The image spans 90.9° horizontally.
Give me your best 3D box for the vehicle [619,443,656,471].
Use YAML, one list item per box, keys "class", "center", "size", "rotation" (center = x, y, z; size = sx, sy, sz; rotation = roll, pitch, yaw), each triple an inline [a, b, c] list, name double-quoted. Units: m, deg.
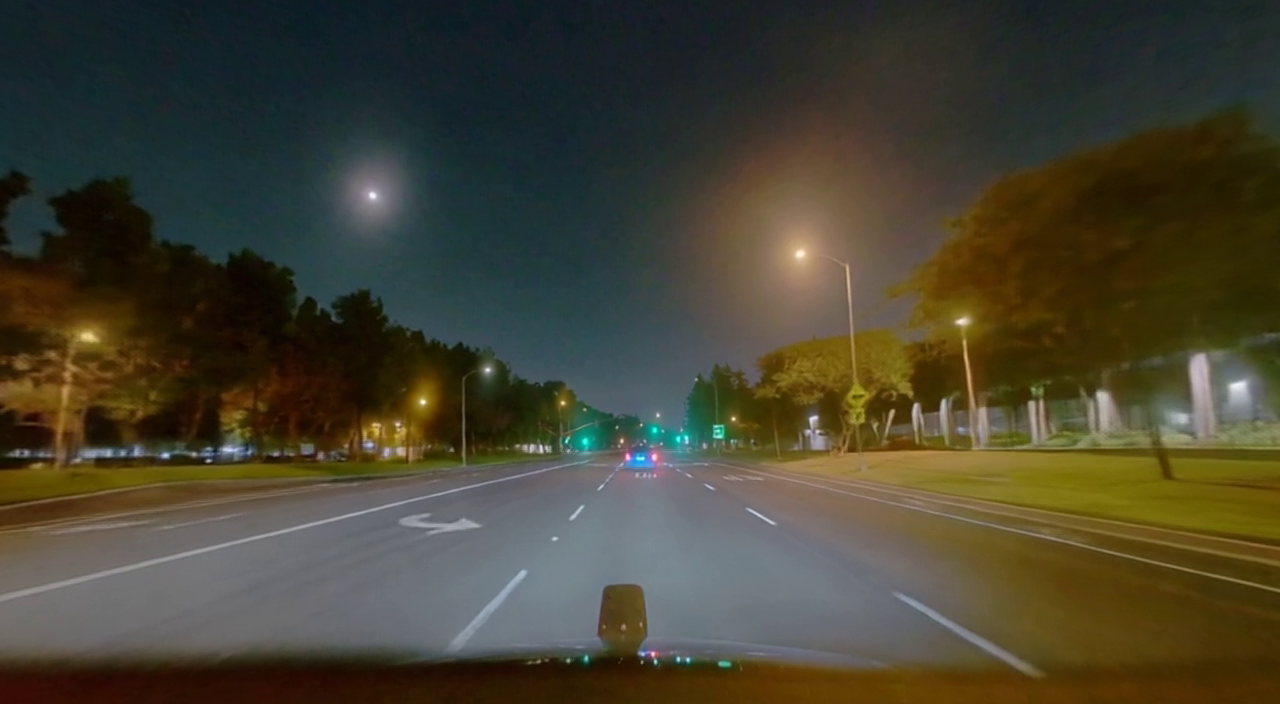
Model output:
- class: "vehicle"
  center: [-0.178, 6.070, 36.604]
  size: [1.978, 1.499, 3.915]
  rotation: [0, -8, -1]
